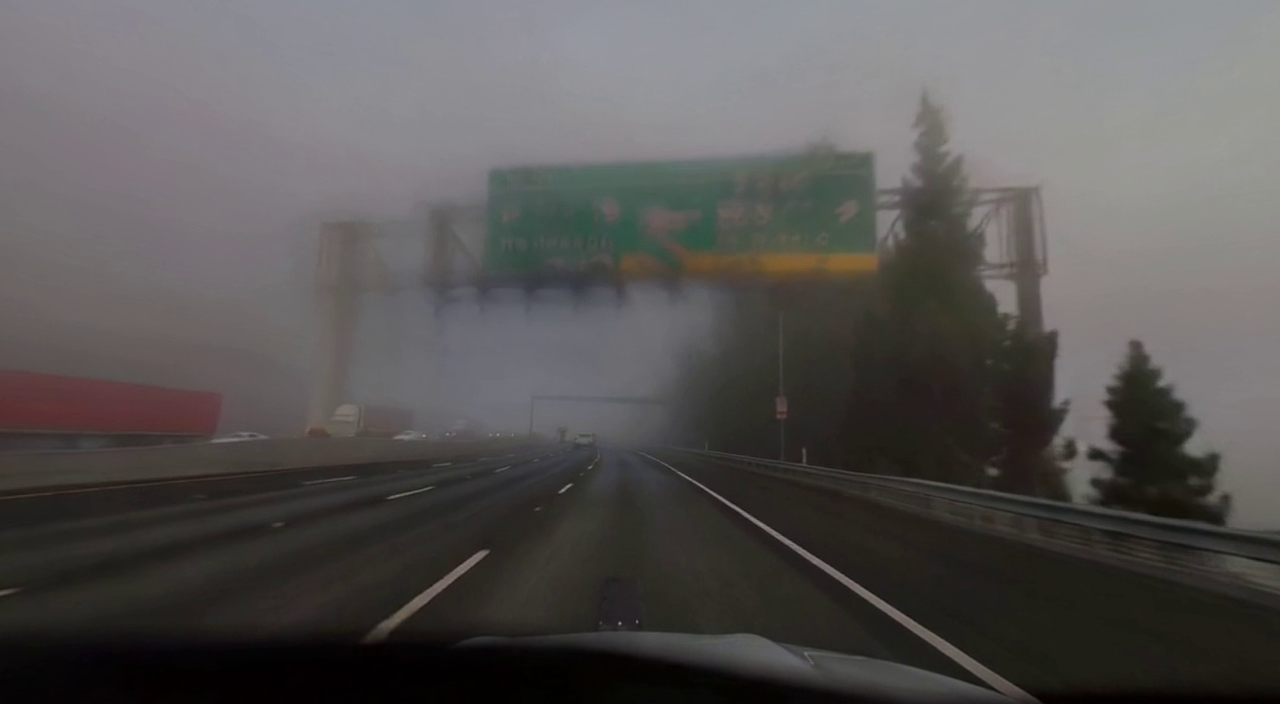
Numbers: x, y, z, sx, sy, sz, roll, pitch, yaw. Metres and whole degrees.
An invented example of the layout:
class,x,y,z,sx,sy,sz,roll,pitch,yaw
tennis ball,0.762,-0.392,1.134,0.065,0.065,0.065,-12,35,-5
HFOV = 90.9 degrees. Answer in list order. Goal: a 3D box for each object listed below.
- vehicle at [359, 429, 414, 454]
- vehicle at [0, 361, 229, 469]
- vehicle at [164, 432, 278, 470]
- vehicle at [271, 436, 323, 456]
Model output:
class,x,y,z,sx,sy,sz,roll,pitch,yaw
vehicle,-18.583,6.614,46.502,2.070,1.725,4.946,0,-8,-1
vehicle,-25.554,3.232,30.058,2.827,4.008,14.012,0,-8,-1
vehicle,-17.667,4.182,26.871,1.886,1.449,4.405,0,-8,-1
vehicle,-26.272,7.182,48.396,1.741,1.455,3.896,0,-8,1
